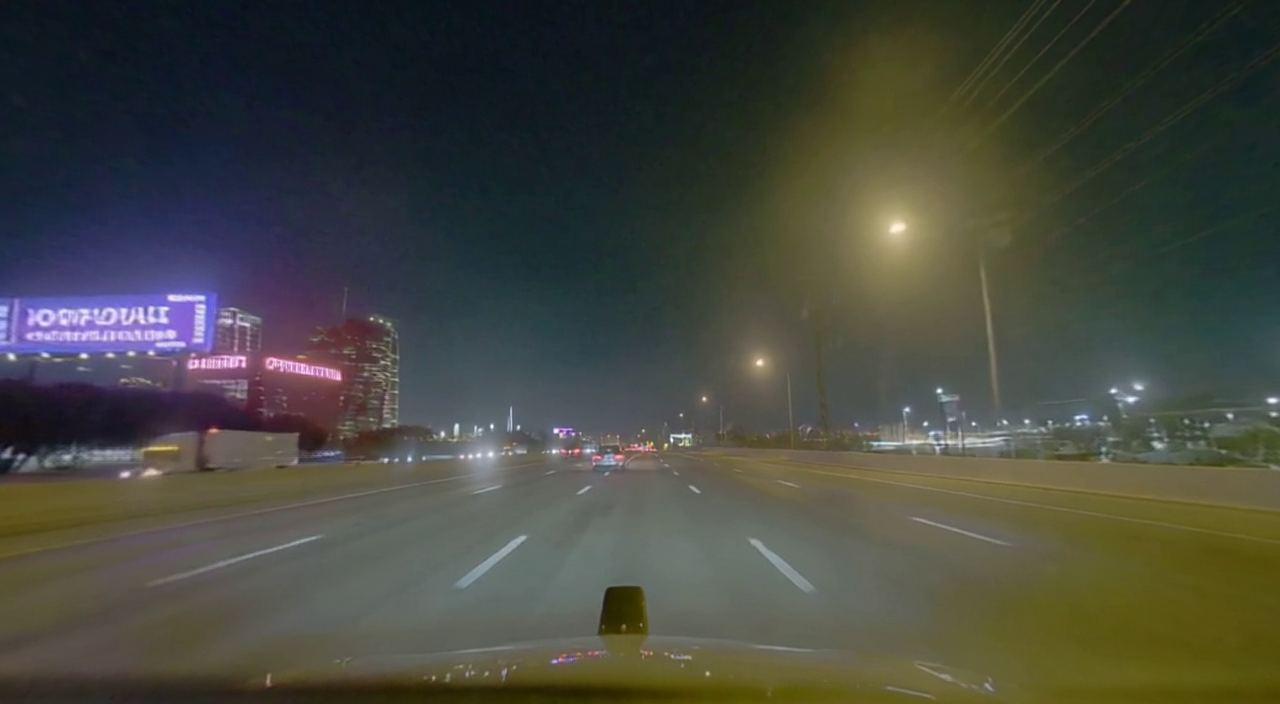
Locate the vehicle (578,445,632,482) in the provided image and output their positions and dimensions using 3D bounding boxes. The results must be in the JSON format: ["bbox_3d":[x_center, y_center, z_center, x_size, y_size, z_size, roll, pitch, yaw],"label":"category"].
[{"bbox_3d":[-1.424,4.719,27.017,1.891,1.444,3.968,-1,-8,3],"label":"vehicle"}]

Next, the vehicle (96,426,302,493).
[{"bbox_3d":[-23.246,5.703,34.569,2.956,2.946,11.348,-2,-8,2],"label":"vehicle"}]
